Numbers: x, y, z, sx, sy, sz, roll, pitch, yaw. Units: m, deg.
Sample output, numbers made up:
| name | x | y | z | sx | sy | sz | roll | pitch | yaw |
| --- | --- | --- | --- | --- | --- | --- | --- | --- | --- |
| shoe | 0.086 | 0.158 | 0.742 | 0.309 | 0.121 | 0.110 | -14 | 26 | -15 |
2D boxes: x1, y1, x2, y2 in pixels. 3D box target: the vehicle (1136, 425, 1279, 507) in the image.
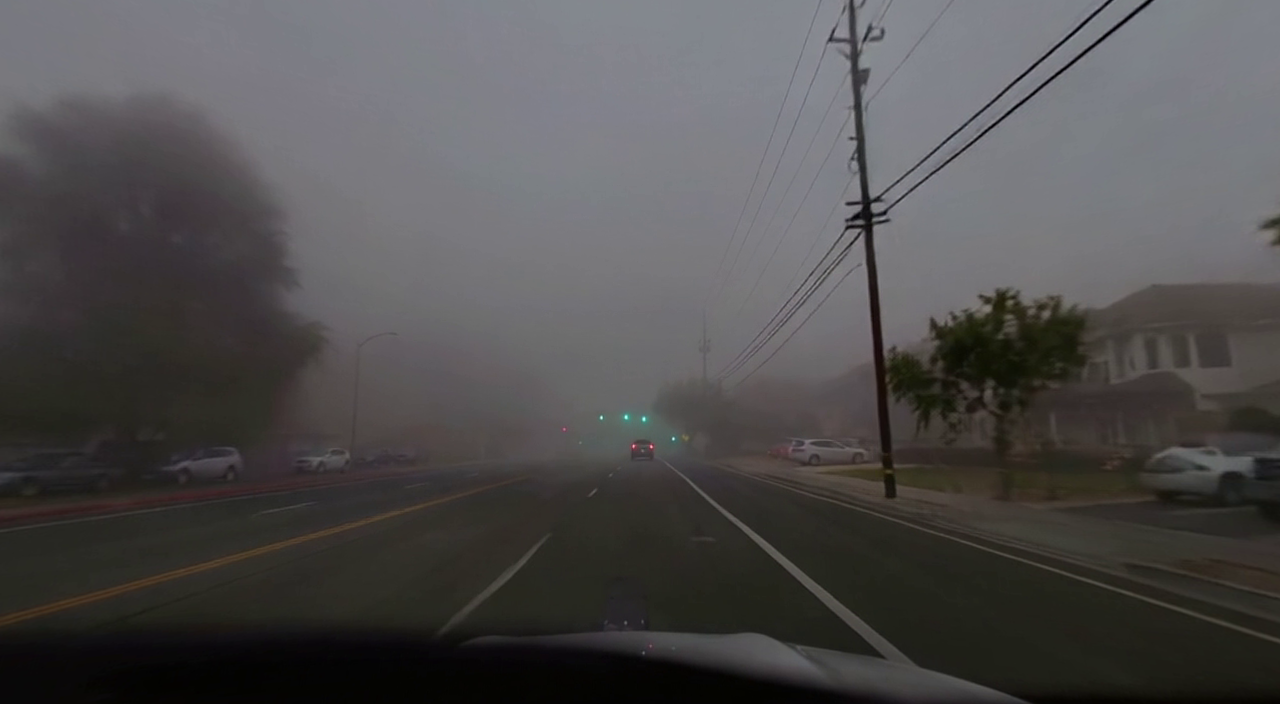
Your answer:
| name | x | y | z | sx | sy | sz | roll | pitch | yaw |
| --- | --- | --- | --- | --- | --- | --- | --- | --- | --- |
| vehicle | 14.440 | 2.591 | 14.471 | 4.514 | 1.745 | 1.815 | 0 | -9 | -1 |

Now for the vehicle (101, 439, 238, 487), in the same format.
| name | x | y | z | sx | sy | sz | roll | pitch | yaw |
| --- | --- | --- | --- | --- | --- | --- | --- | --- | --- |
| vehicle | -20.465 | 4.827 | 27.775 | 2.047 | 1.898 | 5.032 | 0 | -8 | 1 |

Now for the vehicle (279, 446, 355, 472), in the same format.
| name | x | y | z | sx | sy | sz | roll | pitch | yaw |
| --- | --- | --- | --- | --- | --- | --- | --- | --- | --- |
| vehicle | -20.257 | 6.702 | 39.765 | 2.178 | 1.484 | 4.726 | 0 | -8 | 2 |

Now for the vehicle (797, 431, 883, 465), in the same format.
| name | x | y | z | sx | sy | sz | roll | pitch | yaw |
| --- | --- | --- | --- | --- | --- | --- | --- | --- | --- |
| vehicle | 11.994 | 5.793 | 38.086 | 4.305 | 1.997 | 2.453 | 0 | -8 | 0 |

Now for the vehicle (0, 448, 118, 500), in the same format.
| name | x | y | z | sx | sy | sz | roll | pitch | yaw |
| --- | --- | --- | --- | --- | --- | --- | --- | --- | --- |
| vehicle | -20.406 | 4.083 | 21.540 | 1.764 | 1.570 | 3.910 | 0 | -8 | 0 |

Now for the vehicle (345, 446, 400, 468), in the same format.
| name | x | y | z | sx | sy | sz | roll | pitch | yaw |
| --- | --- | --- | --- | --- | --- | --- | --- | --- | --- |
| vehicle | -19.956 | 7.827 | 47.256 | 2.050 | 1.501 | 4.588 | 0 | -8 | 1 |
